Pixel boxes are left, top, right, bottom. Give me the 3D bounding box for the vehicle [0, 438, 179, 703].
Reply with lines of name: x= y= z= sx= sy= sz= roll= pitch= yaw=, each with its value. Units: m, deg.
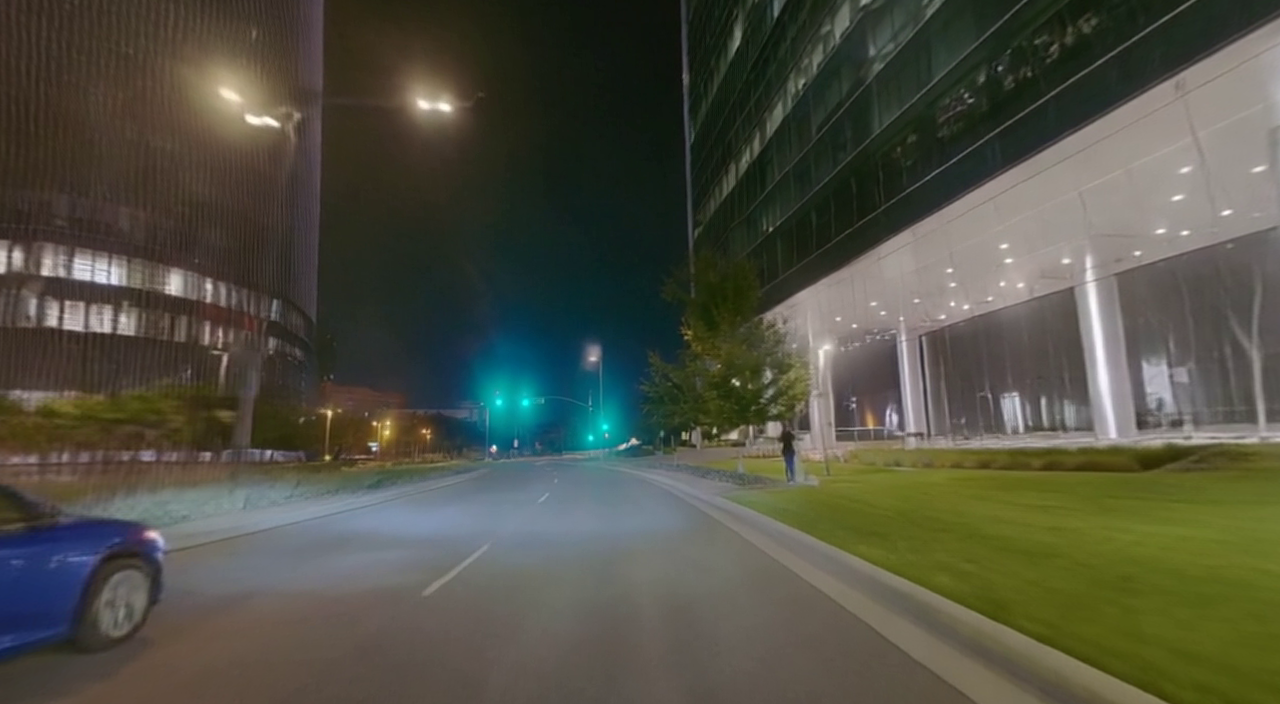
vehicle: x=-4.568 y=1.066 z=2.475 sx=2.045 sy=1.479 sz=4.616 roll=0 pitch=-9 yaw=-1
